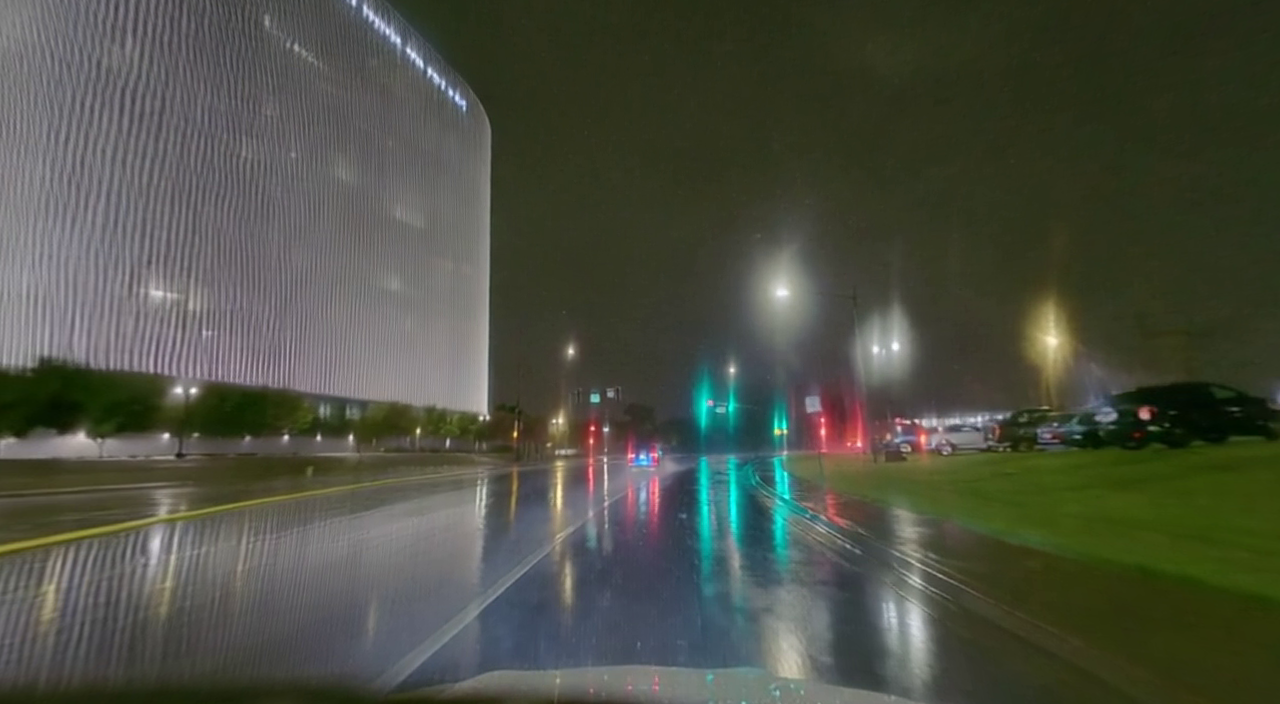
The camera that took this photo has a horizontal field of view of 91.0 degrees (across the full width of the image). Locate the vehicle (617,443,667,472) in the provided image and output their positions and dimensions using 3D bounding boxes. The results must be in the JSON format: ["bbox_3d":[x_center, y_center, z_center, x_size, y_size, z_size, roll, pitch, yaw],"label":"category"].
[{"bbox_3d":[0.206,5.742,34.509,1.971,1.486,4.380,-2,-9,11],"label":"vehicle"}]

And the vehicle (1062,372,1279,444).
[{"bbox_3d":[14.071,1.505,16.393,4.586,1.716,1.992,-1,-9,3],"label":"vehicle"}]
